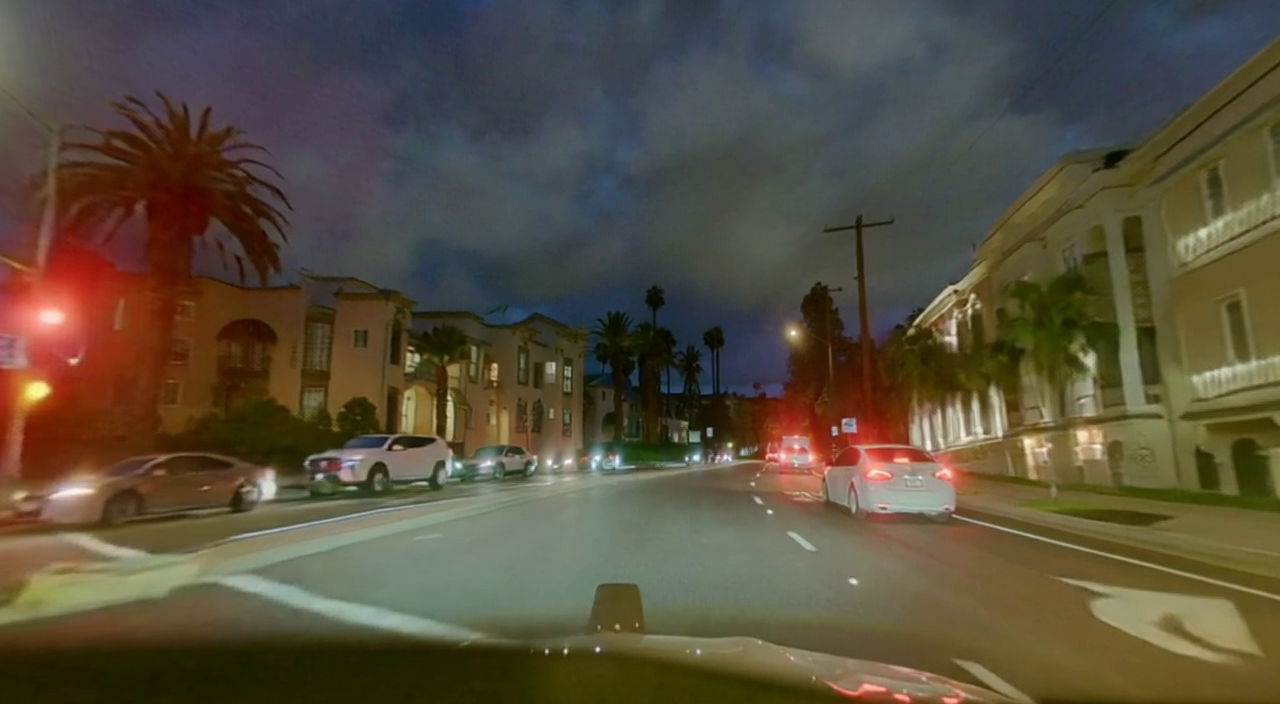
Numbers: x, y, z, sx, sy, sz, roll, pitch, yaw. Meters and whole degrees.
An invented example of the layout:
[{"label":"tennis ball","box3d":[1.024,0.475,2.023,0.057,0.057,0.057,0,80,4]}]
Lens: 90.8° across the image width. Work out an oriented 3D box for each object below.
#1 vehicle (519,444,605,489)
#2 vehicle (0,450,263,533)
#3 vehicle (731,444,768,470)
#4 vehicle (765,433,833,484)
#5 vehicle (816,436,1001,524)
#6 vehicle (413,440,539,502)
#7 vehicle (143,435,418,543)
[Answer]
[{"label":"vehicle","box3d":[-3.178,4.780,26.745,2.081,1.453,4.698,-4,-7,12]},{"label":"vehicle","box3d":[-9.923,2.661,12.664,1.891,1.358,3.828,-2,-9,12]},{"label":"vehicle","box3d":[7.154,6.816,40.997,1.923,1.576,4.026,-3,-9,16]},{"label":"vehicle","box3d":[6.727,4.563,27.224,2.109,2.002,4.424,-1,-9,5]},{"label":"vehicle","box3d":[5.453,2.643,13.654,2.096,1.552,4.519,0,-9,2]},{"label":"vehicle","box3d":[-4.655,3.411,18.625,1.852,1.498,4.238,-5,-9,12]},{"label":"vehicle","box3d":[-6.368,2.397,12.028,1.959,1.515,4.668,-2,-7,10]}]
